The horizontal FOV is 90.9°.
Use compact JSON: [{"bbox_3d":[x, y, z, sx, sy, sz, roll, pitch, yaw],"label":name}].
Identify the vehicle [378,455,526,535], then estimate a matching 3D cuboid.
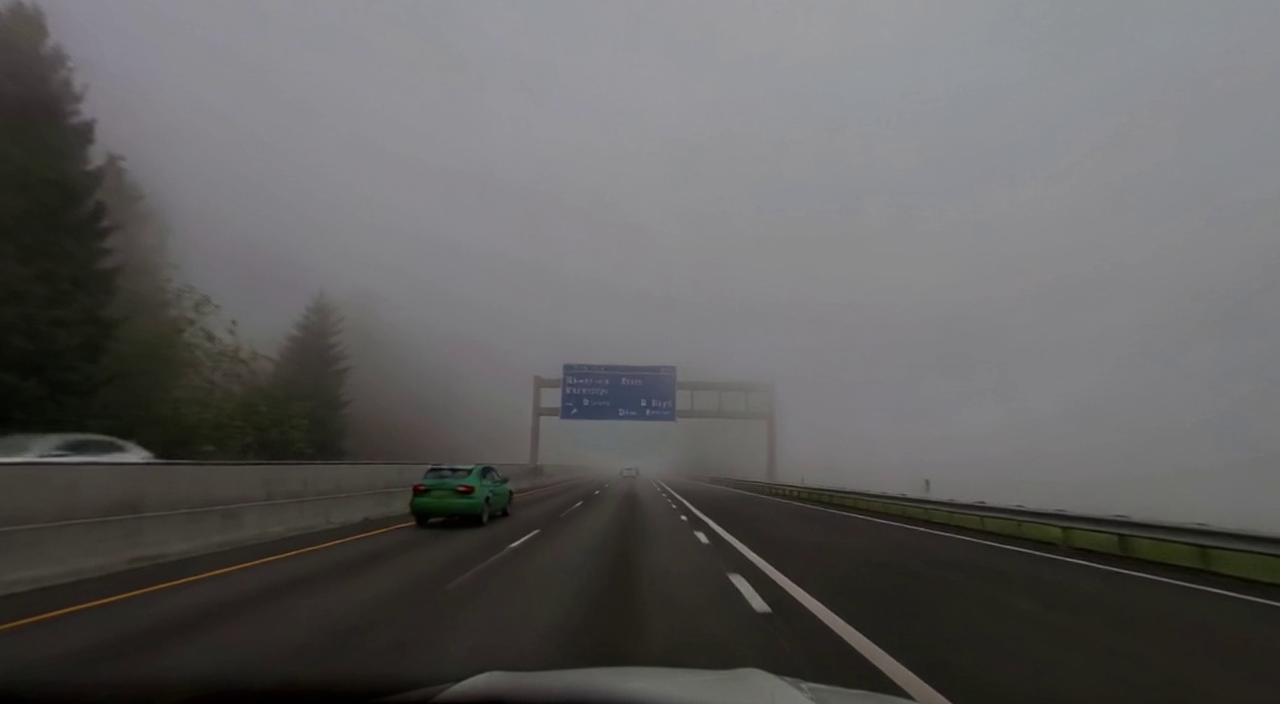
[{"bbox_3d":[-3.944,3.097,14.043,2.006,1.469,4.050,1,-10,0],"label":"vehicle"}]
